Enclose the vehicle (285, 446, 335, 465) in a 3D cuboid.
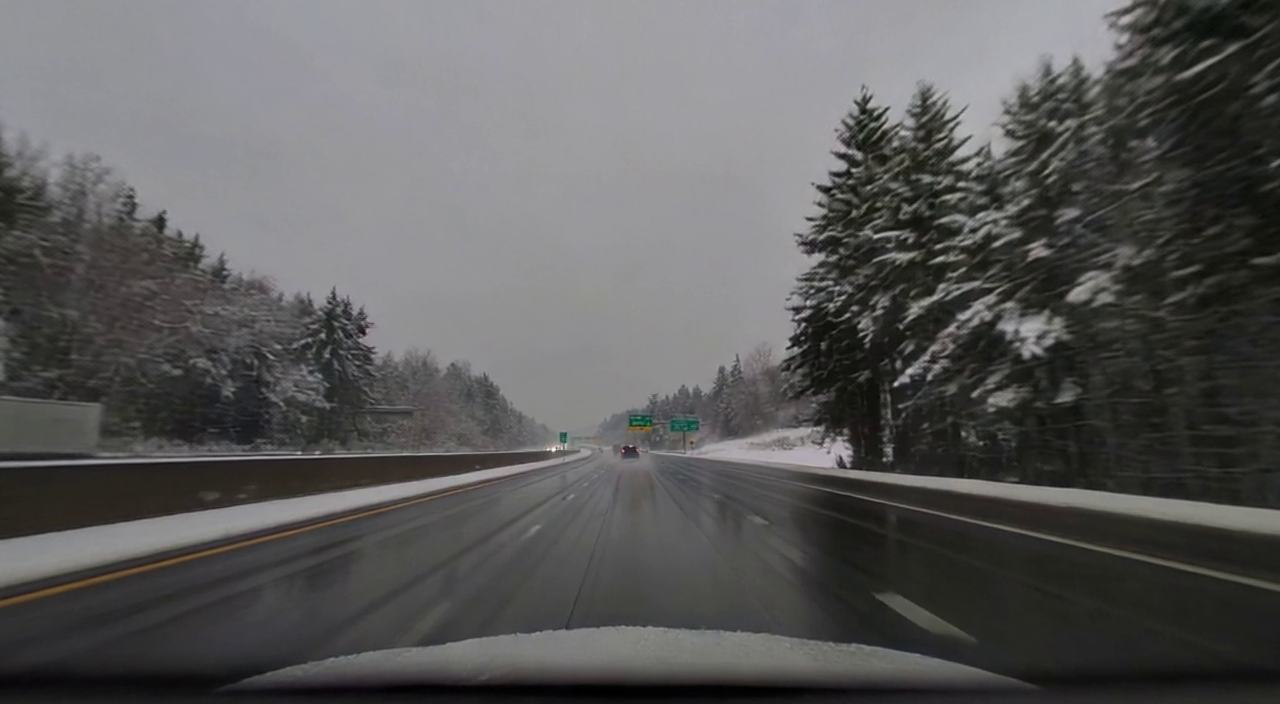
[{"bbox_3d":[-25.564,8.023,49.005,1.985,1.458,4.373,1,-9,-8],"label":"vehicle"}]
